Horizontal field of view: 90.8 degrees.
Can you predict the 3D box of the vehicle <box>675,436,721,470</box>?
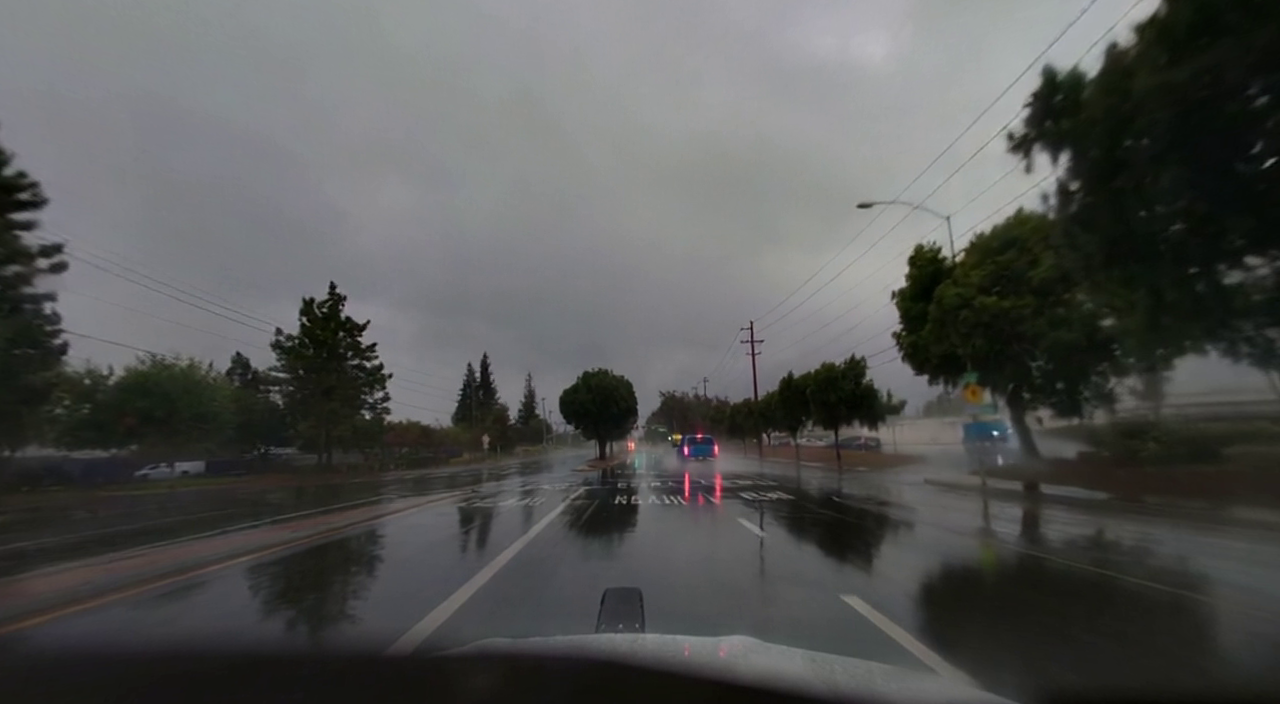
[{"bbox_3d":[3.257,5.762,36.332,2.086,1.803,4.607,0,-8,-2],"label":"vehicle"}]
